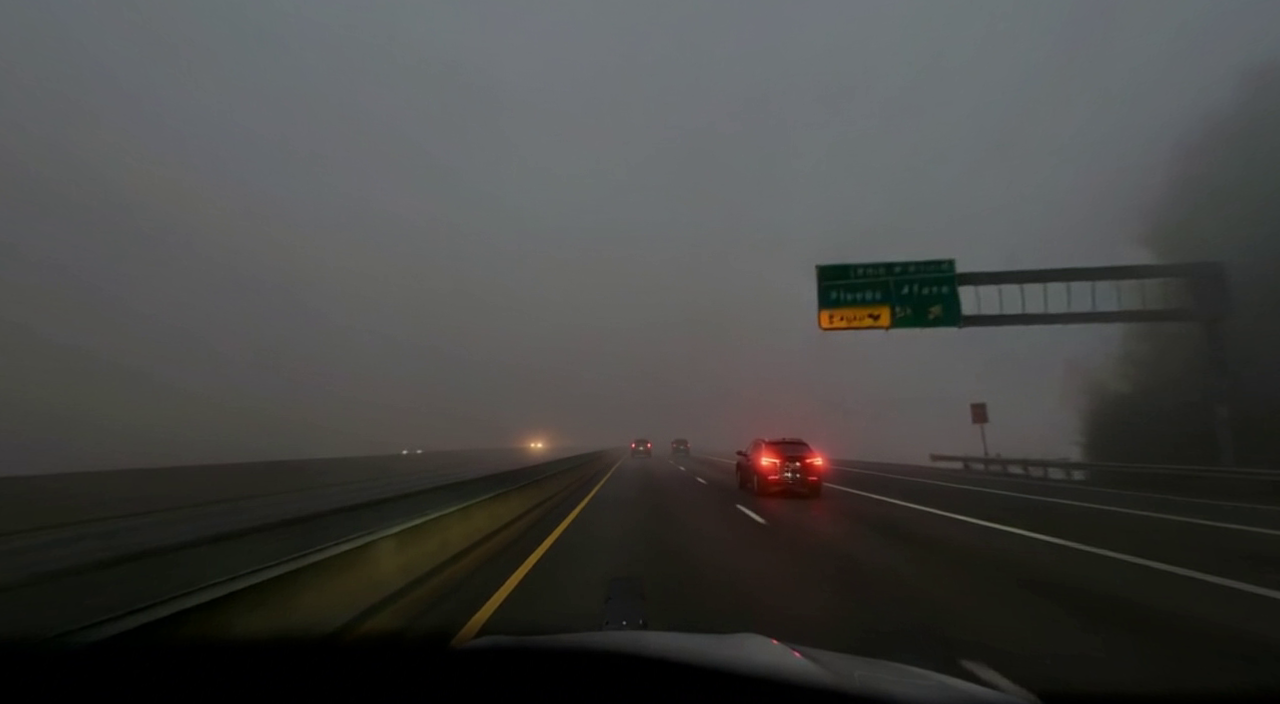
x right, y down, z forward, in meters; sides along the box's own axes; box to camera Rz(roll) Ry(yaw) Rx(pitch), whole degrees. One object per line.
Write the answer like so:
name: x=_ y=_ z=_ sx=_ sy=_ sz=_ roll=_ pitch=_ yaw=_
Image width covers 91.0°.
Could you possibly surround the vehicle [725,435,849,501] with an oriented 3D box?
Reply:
vehicle: x=3.621 y=2.941 z=16.480 sx=2.091 sy=1.482 sz=4.522 roll=0 pitch=-8 yaw=-1
